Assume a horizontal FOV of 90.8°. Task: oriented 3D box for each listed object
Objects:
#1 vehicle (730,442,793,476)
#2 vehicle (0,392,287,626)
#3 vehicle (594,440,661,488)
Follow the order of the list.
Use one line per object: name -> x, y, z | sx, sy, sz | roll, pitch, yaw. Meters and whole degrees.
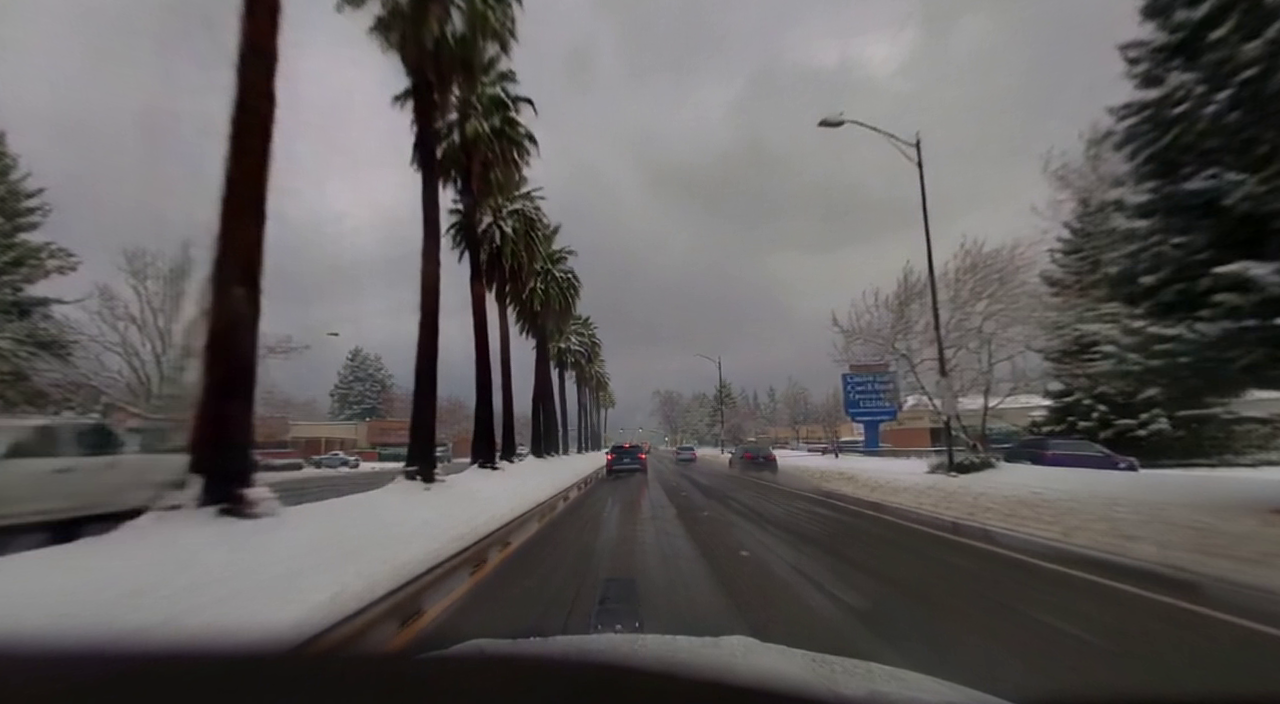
vehicle -> 6.150, 5.470, 32.580 | 2.244, 1.618, 4.585 | 0, -9, -2
vehicle -> -5.889, 1.440, 6.469 | 2.156, 1.702, 4.379 | 0, -9, -3
vehicle -> -0.395, 3.865, 21.999 | 2.106, 1.496, 3.964 | 0, -9, 0
